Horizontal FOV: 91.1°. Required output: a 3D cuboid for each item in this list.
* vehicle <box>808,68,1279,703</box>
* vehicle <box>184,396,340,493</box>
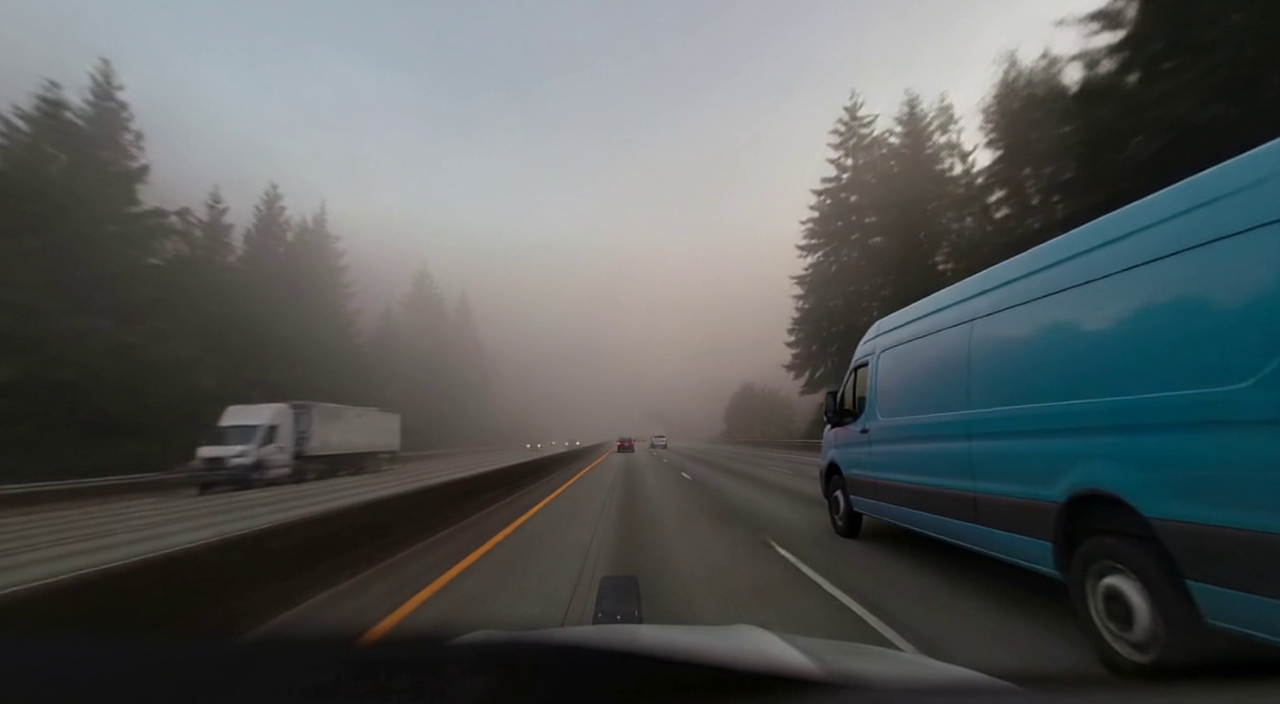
[{"bbox_3d":[3.630,0.545,5.005,2.416,2.595,7.243,0,-8,-1],"label":"vehicle"},{"bbox_3d":[-17.768,4.417,30.368,2.944,4.102,7.266,0,-8,-1],"label":"vehicle"}]
